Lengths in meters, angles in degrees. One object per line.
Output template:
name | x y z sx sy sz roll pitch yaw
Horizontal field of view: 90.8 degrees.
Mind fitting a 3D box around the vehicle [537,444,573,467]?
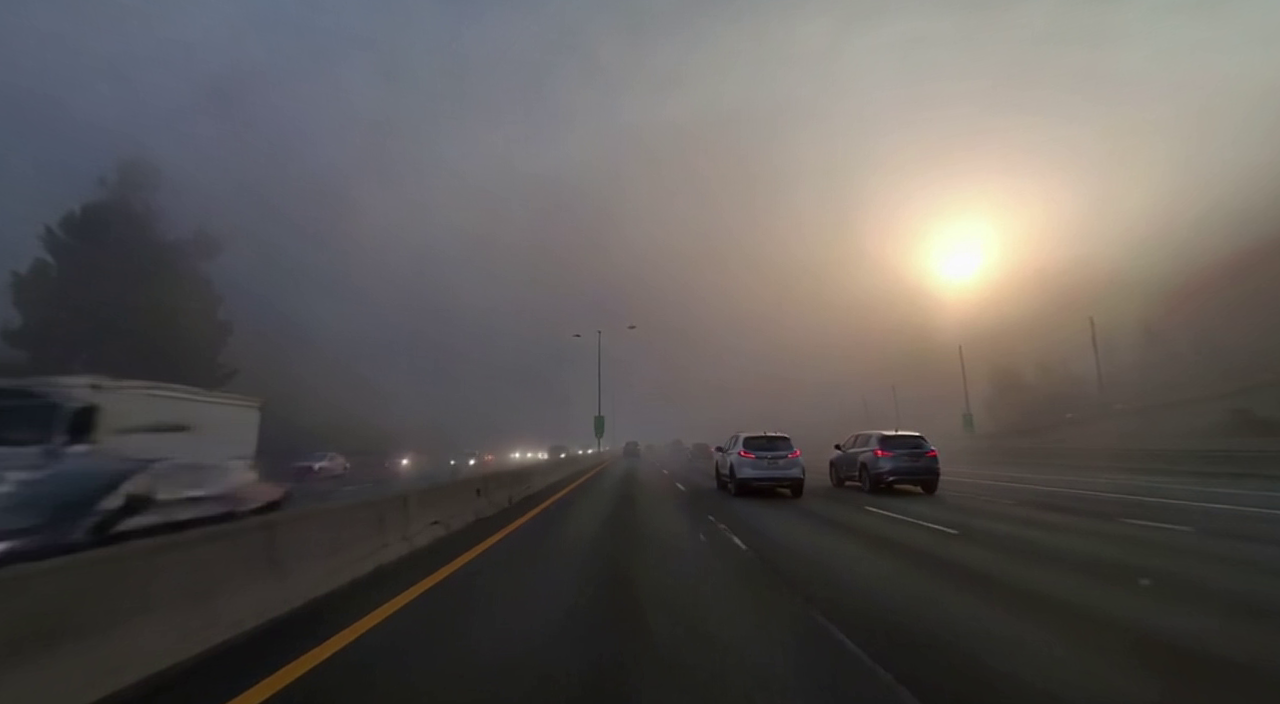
vehicle | -5.974 7.303 44.827 1.948 1.554 4.122 0 -9 0

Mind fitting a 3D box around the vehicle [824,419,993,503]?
vehicle | 6.546 2.727 16.192 2.040 1.801 4.959 0 -9 -1

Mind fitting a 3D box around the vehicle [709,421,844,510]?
vehicle | 2.883 2.526 14.457 2.059 1.711 4.302 0 -9 -1

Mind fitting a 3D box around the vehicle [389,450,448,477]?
vehicle | -13.466 6.748 38.592 2.186 1.521 3.866 0 -9 0

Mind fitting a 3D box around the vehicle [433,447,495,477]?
vehicle | -9.529 5.988 34.628 2.076 1.492 4.669 0 -9 0

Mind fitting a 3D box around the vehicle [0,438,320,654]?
vehicle | -5.415 1.630 6.287 2.026 1.474 4.578 0 -9 0
